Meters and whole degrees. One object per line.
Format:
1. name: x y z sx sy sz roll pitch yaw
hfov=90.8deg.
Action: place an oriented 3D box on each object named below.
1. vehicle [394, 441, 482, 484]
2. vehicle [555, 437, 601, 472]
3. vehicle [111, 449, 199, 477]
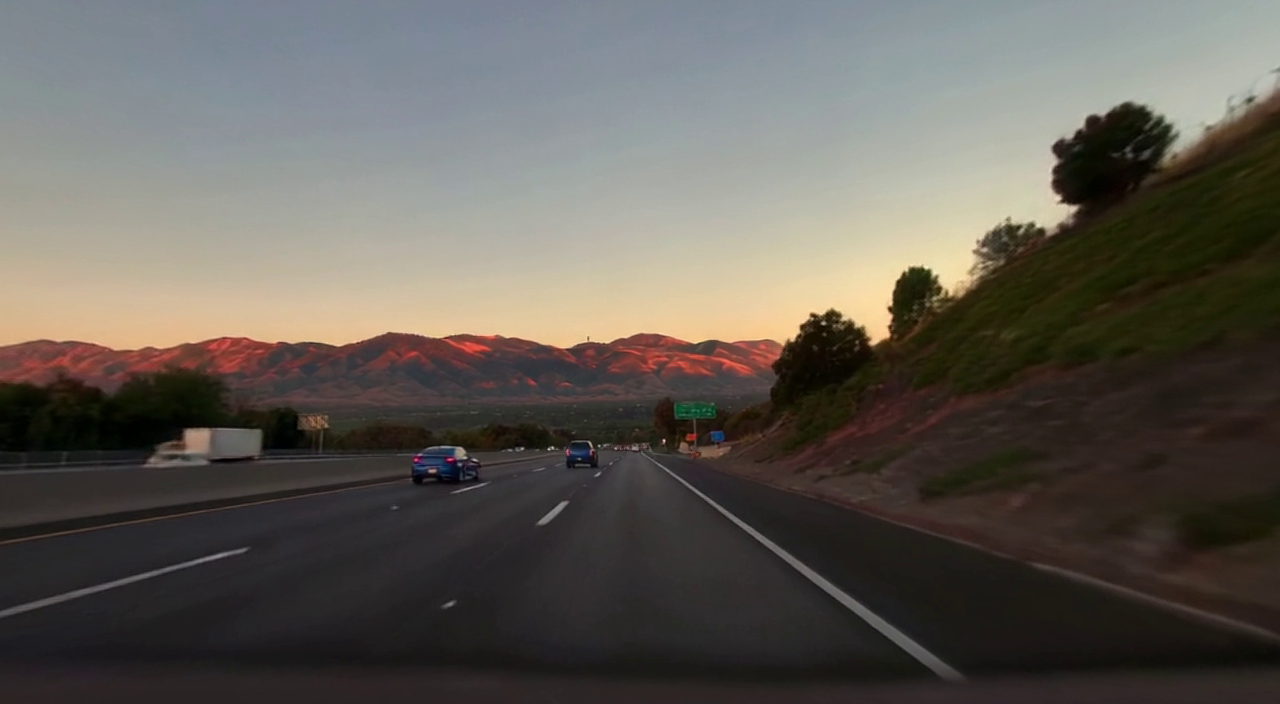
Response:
1. vehicle: -7.708 4.241 24.617 1.930 1.508 4.567 0 -9 0
2. vehicle: -3.281 5.551 34.296 2.029 1.753 4.718 0 -9 0
3. vehicle: -33.167 7.564 43.412 2.027 1.673 5.023 0 -8 -1
